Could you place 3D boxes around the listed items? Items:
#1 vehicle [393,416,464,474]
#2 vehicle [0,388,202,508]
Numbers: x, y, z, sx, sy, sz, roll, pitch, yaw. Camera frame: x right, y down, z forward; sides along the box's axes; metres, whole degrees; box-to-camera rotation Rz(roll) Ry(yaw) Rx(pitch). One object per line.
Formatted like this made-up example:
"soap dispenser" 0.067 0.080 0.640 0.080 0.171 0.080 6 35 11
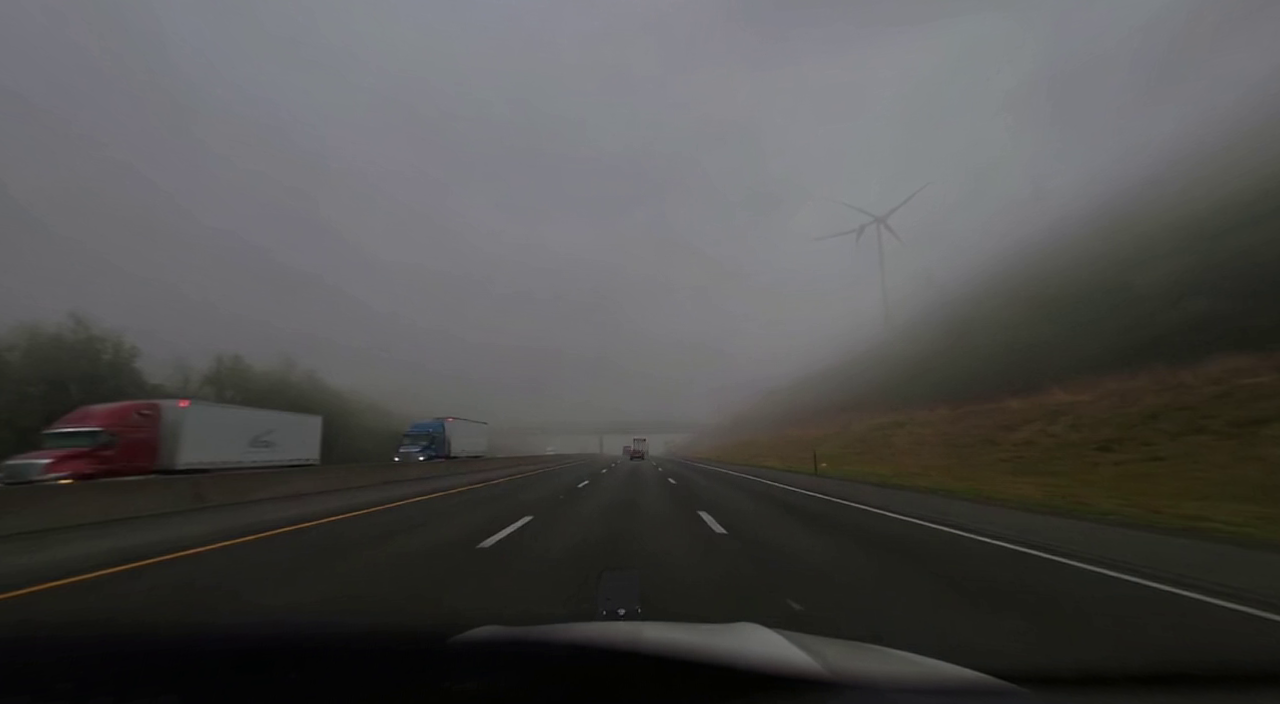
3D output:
"vehicle" -15.686 6.978 47.343 3.154 4.039 6.070 0 -9 0
"vehicle" -19.715 3.489 23.069 2.978 3.778 5.928 0 -9 0
